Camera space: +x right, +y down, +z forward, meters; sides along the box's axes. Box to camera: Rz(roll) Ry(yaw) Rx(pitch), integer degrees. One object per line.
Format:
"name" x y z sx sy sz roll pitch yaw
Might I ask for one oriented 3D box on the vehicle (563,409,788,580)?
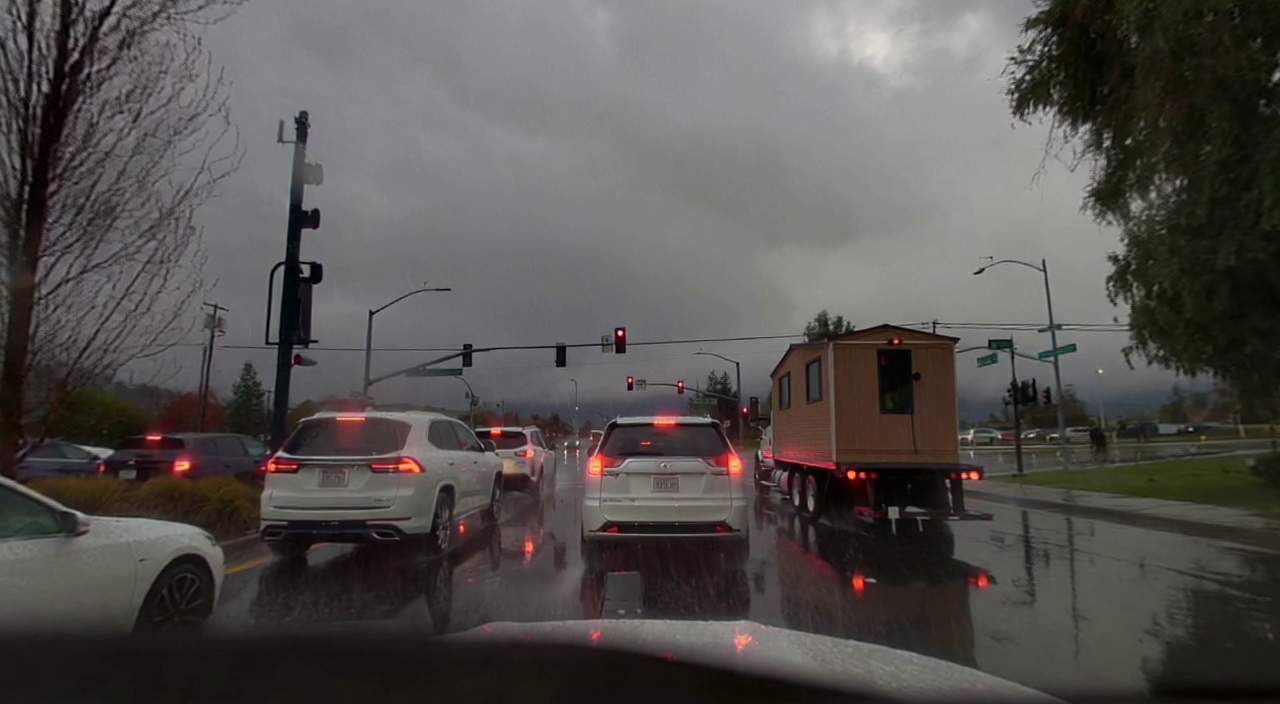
"vehicle" 0.355 1.705 8.318 2.189 1.649 4.171 0 -9 0

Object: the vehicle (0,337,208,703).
"vehicle" -3.431 0.674 1.474 1.952 1.730 4.116 0 -9 -1

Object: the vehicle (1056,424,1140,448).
"vehicle" 33.160 6.135 45.884 4.671 1.595 1.824 -5 -10 31

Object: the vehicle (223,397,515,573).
"vehicle" -3.266 1.713 8.841 2.085 1.812 4.388 0 -9 0

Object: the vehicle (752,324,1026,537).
"vehicle" 3.689 1.404 11.011 2.531 2.750 5.595 0 -8 1
